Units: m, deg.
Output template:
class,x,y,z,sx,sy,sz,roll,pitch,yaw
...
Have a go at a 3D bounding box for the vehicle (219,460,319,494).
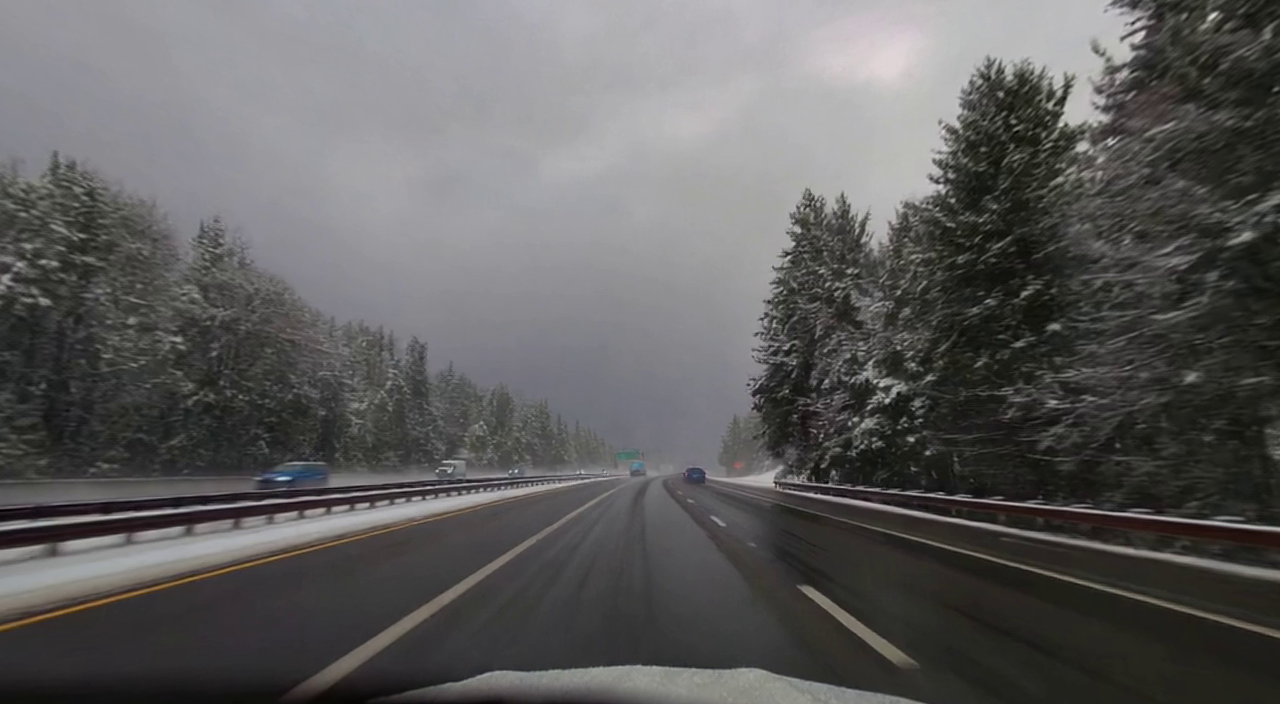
class,x,y,z,sx,sy,sz,roll,pitch,yaw
vehicle,-16.891,5.711,28.990,1.979,1.390,4.241,0,-10,0
